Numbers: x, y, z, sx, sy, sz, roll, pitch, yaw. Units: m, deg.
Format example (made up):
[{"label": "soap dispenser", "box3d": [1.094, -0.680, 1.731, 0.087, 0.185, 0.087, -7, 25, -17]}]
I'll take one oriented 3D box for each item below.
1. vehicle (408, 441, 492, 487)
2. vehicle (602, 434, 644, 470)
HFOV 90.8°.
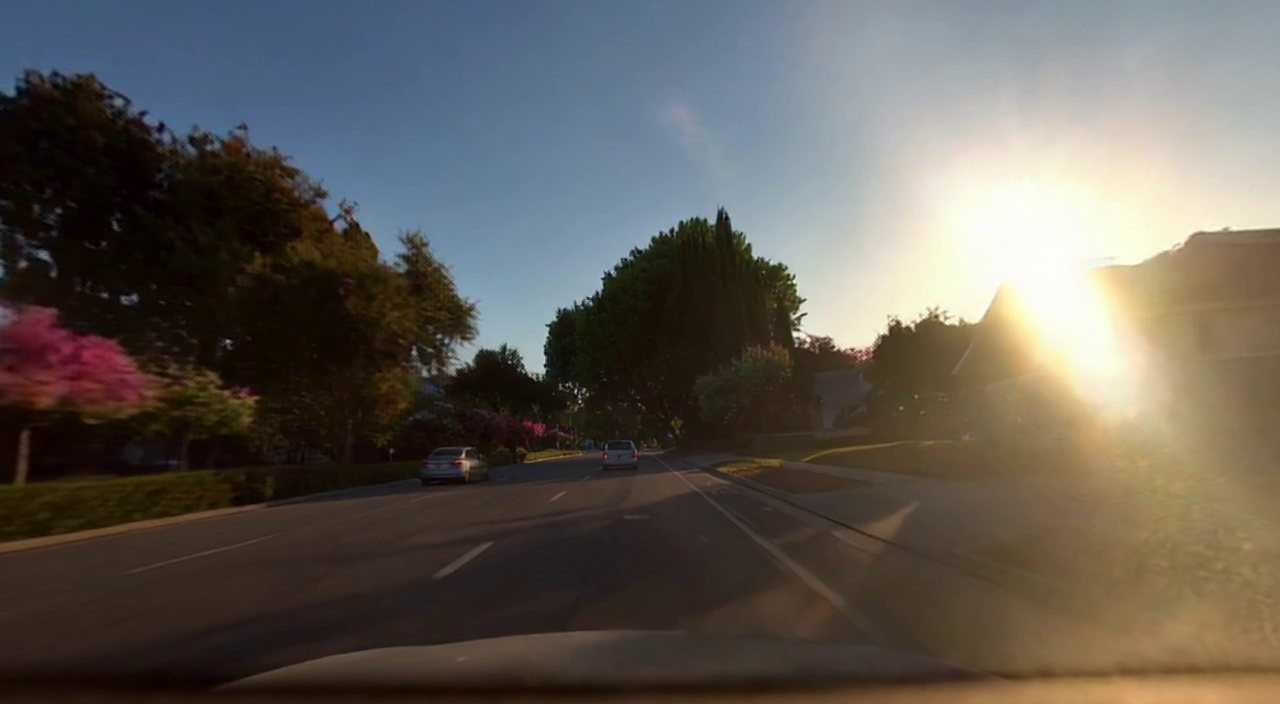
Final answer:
[{"label": "vehicle", "box3d": [-7.569, 4.475, 25.663, 1.993, 1.657, 4.487, -1, -8, 0]}, {"label": "vehicle", "box3d": [-0.830, 5.314, 33.726, 2.070, 1.764, 4.552, -1, -8, 0]}]
